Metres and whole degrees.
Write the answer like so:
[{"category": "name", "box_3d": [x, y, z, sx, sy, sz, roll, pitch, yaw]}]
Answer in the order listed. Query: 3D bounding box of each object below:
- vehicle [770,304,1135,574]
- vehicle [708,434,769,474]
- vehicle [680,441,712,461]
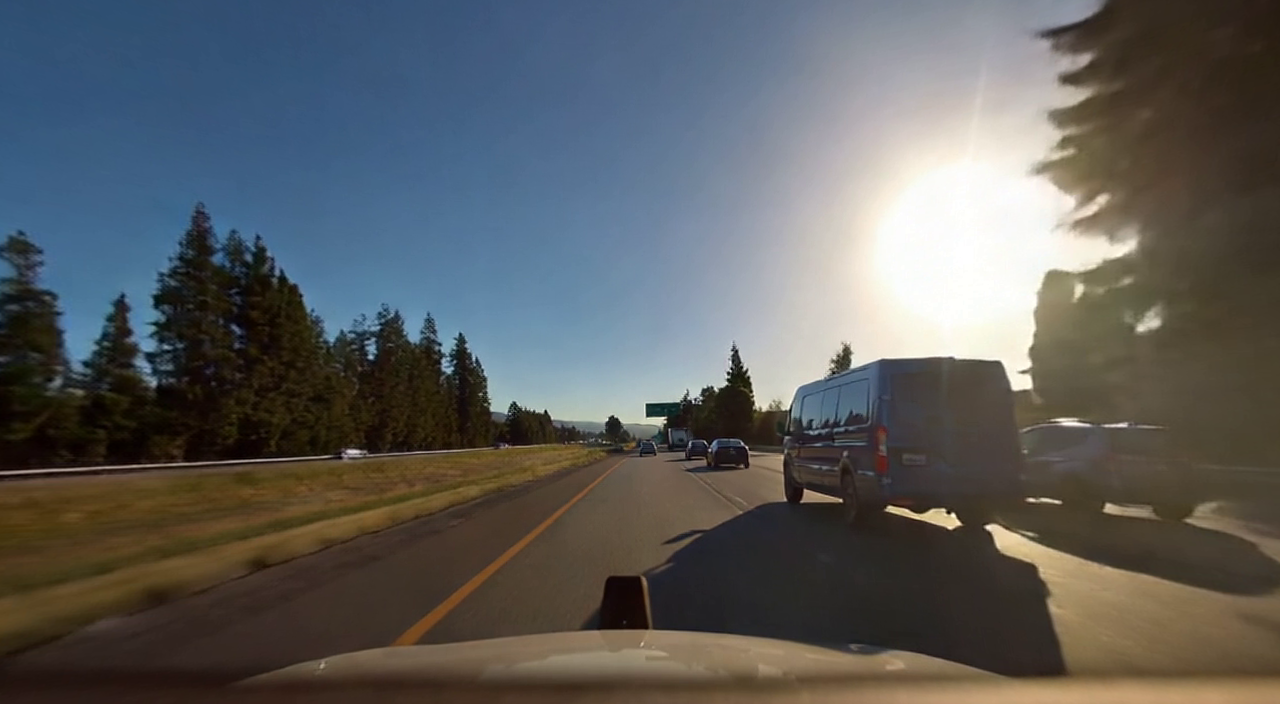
[{"category": "vehicle", "box_3d": [3.673, 1.263, 9.238, 2.302, 2.670, 5.912, 0, -8, 1]}, {"category": "vehicle", "box_3d": [4.389, 4.643, 28.846, 2.034, 1.651, 4.342, 0, -8, -1]}, {"category": "vehicle", "box_3d": [4.265, 7.588, 48.357, 2.050, 1.448, 4.123, 0, -8, -1]}]
